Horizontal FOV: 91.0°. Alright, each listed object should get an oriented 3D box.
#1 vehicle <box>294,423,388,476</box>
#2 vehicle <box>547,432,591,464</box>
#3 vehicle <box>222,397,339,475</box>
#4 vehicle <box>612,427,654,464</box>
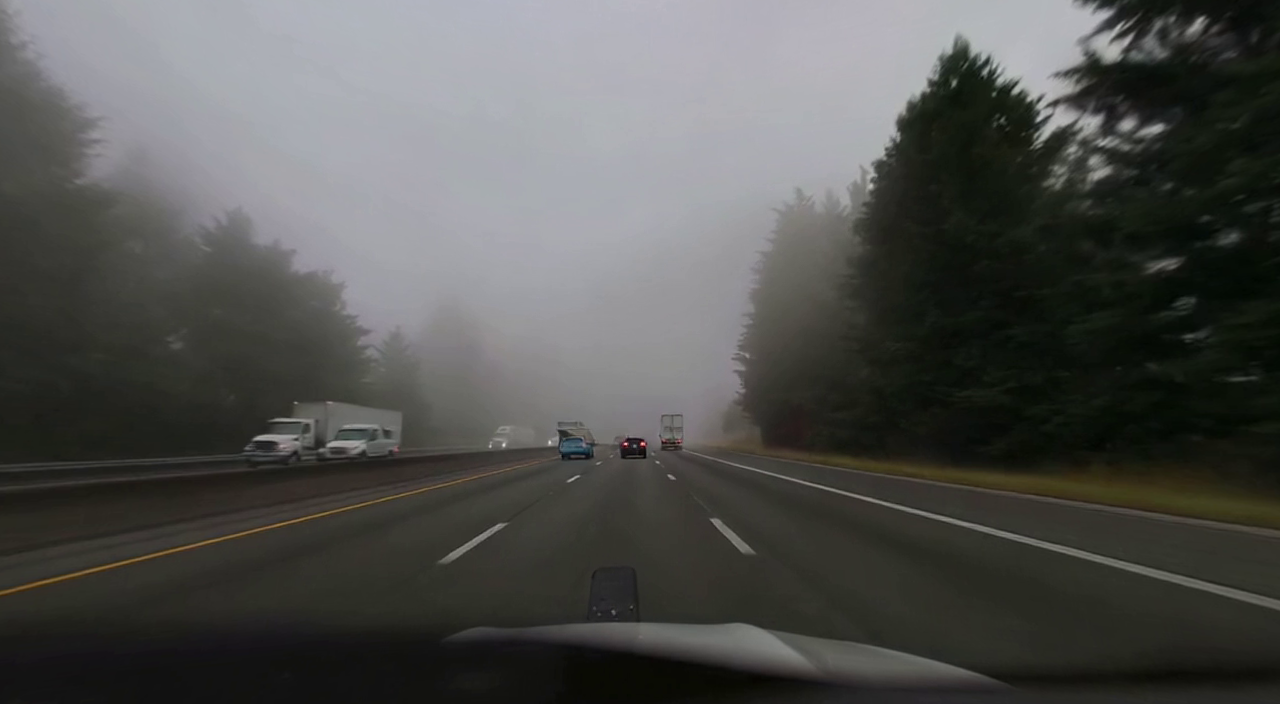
[{"bbox_3d":[-16.191,5.334,34.581,2.274,2.595,5.800,-1,-8,0],"label":"vehicle"},{"bbox_3d":[-4.145,5.669,37.258,2.047,1.757,4.183,-1,-8,1],"label":"vehicle"},{"bbox_3d":[-20.177,4.805,35.813,2.986,3.988,5.912,-1,-8,0],"label":"vehicle"},{"bbox_3d":[-0.416,5.281,35.523,2.211,1.933,4.315,0,-8,-1],"label":"vehicle"}]
